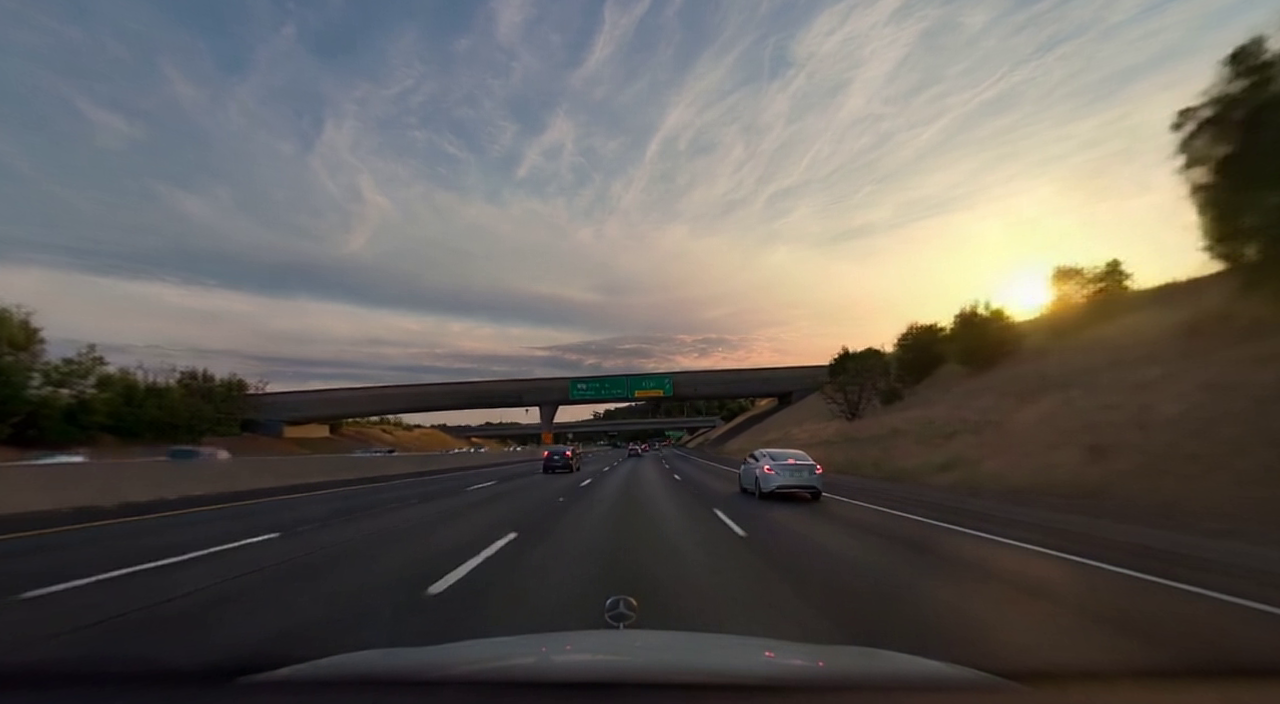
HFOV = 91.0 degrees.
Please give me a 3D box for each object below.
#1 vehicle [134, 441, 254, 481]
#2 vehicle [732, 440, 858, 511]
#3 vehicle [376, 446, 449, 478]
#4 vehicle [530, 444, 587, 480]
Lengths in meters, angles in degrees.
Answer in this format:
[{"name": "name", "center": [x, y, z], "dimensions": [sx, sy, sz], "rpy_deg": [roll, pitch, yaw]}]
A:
[{"name": "vehicle", "center": [-20.067, 4.932, 28.661], "dimensions": [2.019, 1.648, 4.702], "rpy_deg": [0, -9, 0]}, {"name": "vehicle", "center": [3.721, 3.046, 16.011], "dimensions": [2.079, 1.535, 4.316], "rpy_deg": [0, -9, 0]}, {"name": "vehicle", "center": [-11.505, 5.578, 32.235], "dimensions": [1.919, 1.497, 4.765], "rpy_deg": [0, -9, 0]}, {"name": "vehicle", "center": [-3.752, 5.158, 29.886], "dimensions": [2.072, 1.545, 4.687], "rpy_deg": [0, -9, 0]}]
